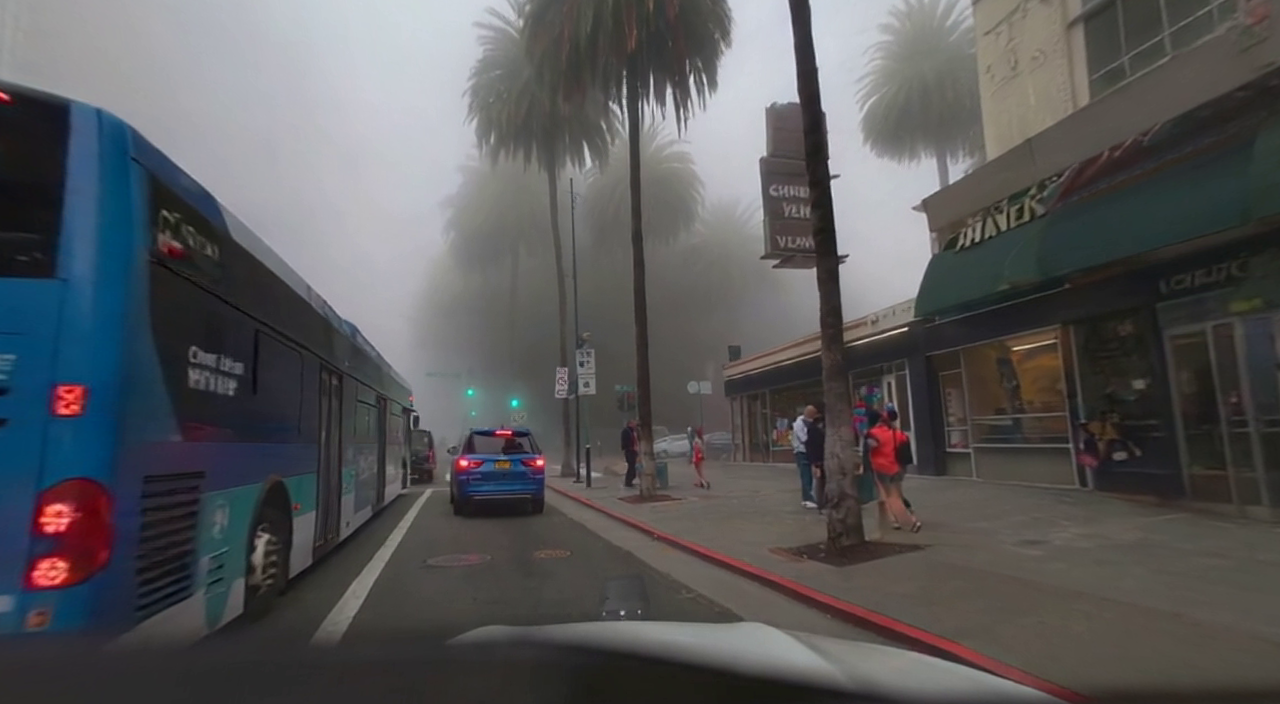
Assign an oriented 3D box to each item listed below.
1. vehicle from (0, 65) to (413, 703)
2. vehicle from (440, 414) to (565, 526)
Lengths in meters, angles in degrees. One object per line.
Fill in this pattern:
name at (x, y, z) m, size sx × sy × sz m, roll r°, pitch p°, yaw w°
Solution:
vehicle at (-5.152, 0.984, 8.344) m, size 2.863 × 3.233 × 11.573 m, roll 2°, pitch -9°, yaw -14°
vehicle at (-3.034, 2.378, 13.219) m, size 2.002 × 1.907 × 4.211 m, roll 3°, pitch -9°, yaw -19°
